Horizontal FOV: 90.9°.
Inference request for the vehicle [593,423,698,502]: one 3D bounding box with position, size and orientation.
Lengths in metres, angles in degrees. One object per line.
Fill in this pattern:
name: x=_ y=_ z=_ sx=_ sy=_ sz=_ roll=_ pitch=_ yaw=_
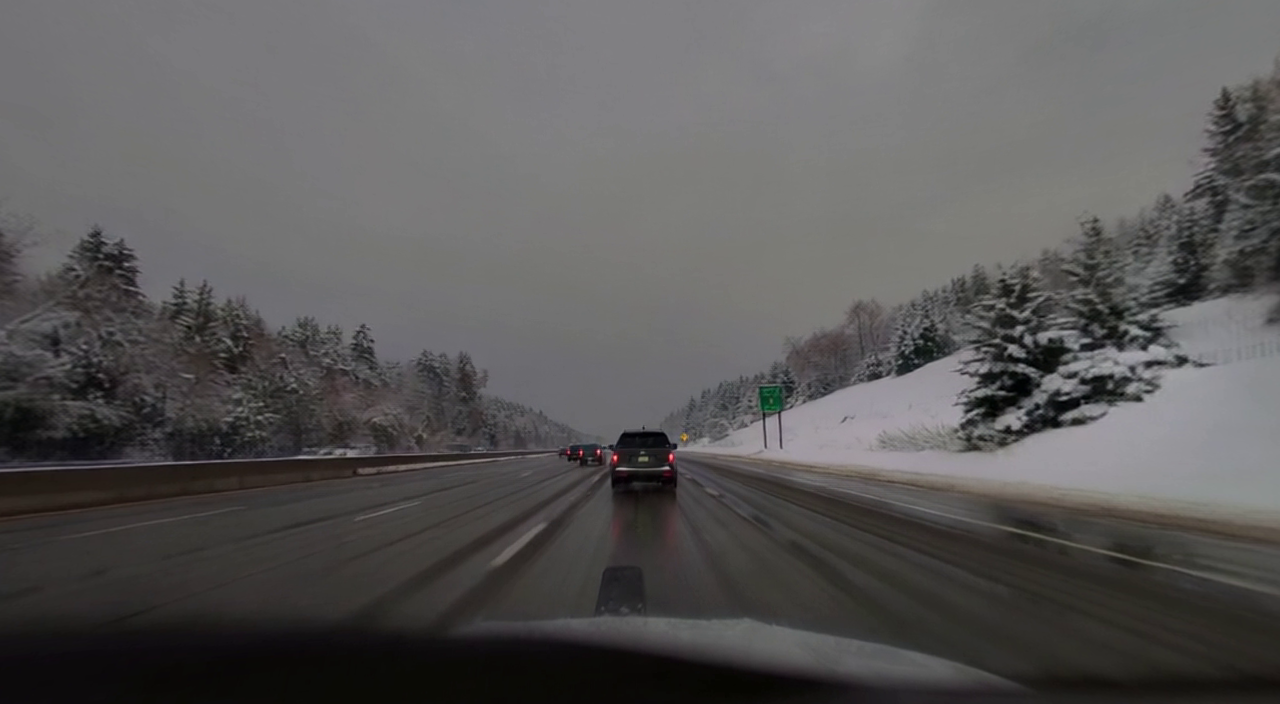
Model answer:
vehicle: x=0.134 y=2.900 z=16.856 sx=2.447 sy=1.804 sz=4.273 roll=0 pitch=-9 yaw=0
